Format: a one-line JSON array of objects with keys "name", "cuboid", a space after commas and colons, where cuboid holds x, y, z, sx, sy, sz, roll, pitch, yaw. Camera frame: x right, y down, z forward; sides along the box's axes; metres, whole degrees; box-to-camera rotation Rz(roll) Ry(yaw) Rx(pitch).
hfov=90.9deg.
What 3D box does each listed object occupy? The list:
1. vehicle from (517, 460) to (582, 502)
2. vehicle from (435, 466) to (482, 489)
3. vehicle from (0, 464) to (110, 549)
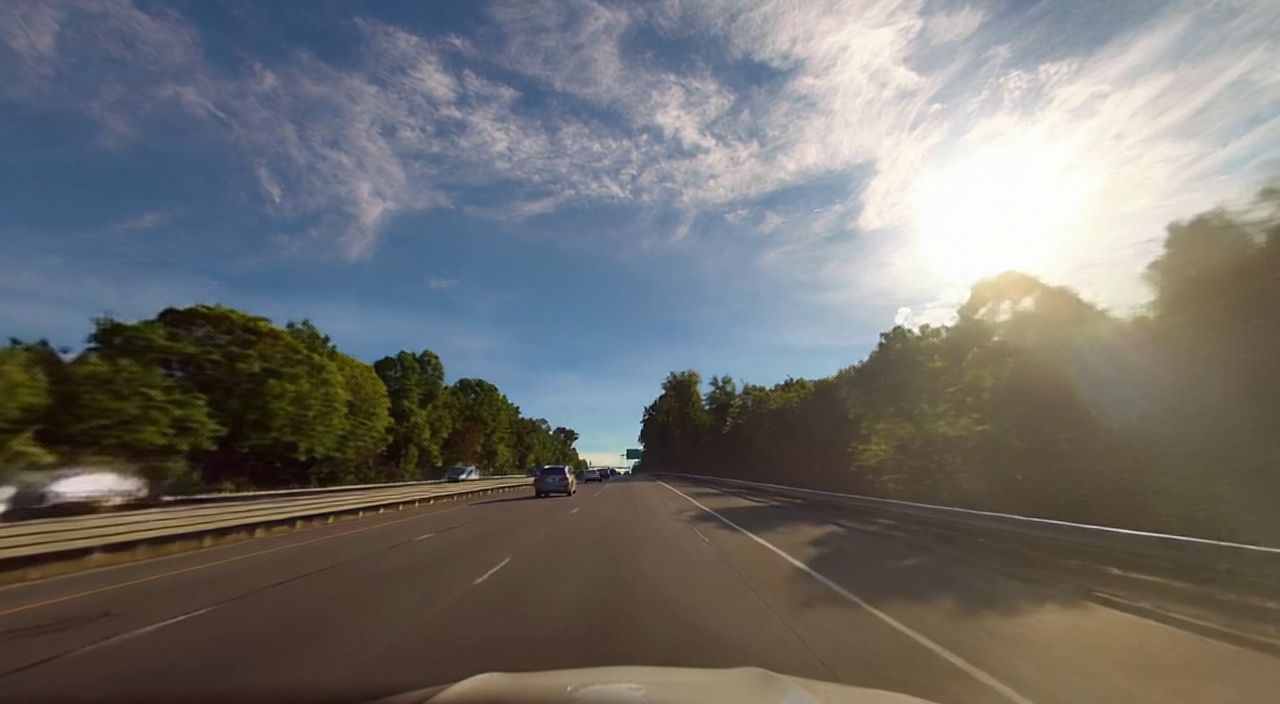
[{"name": "vehicle", "cuboid": [-3.757, 5.480, 27.009, 2.068, 1.592, 4.479, 1, -10, 0]}, {"name": "vehicle", "cuboid": [-12.771, 8.852, 44.691, 2.012, 1.522, 4.405, 1, -10, 0]}, {"name": "vehicle", "cuboid": [-12.670, 2.826, 11.551, 1.939, 1.525, 4.481, 1, -10, 0]}]
